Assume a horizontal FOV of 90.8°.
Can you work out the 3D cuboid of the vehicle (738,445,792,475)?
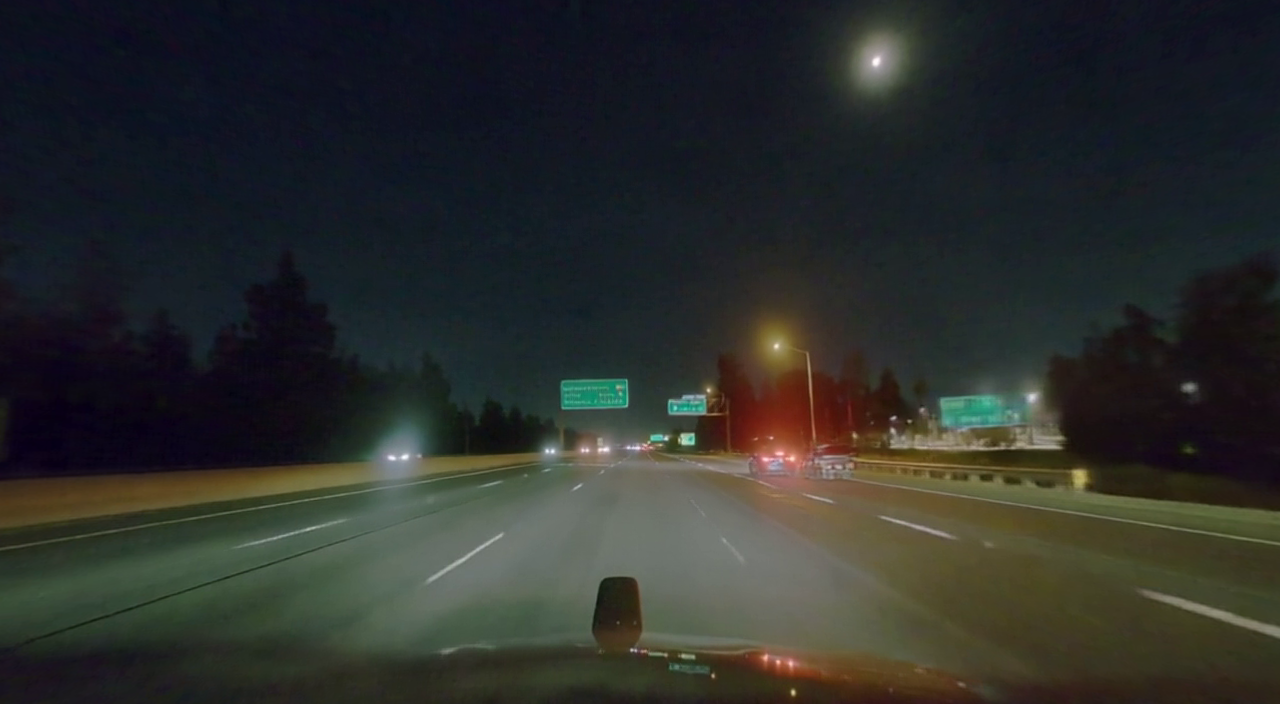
[{"bbox_3d":[6.883,5.969,35.188,1.958,1.498,4.447,0,-8,-2],"label":"vehicle"}]
